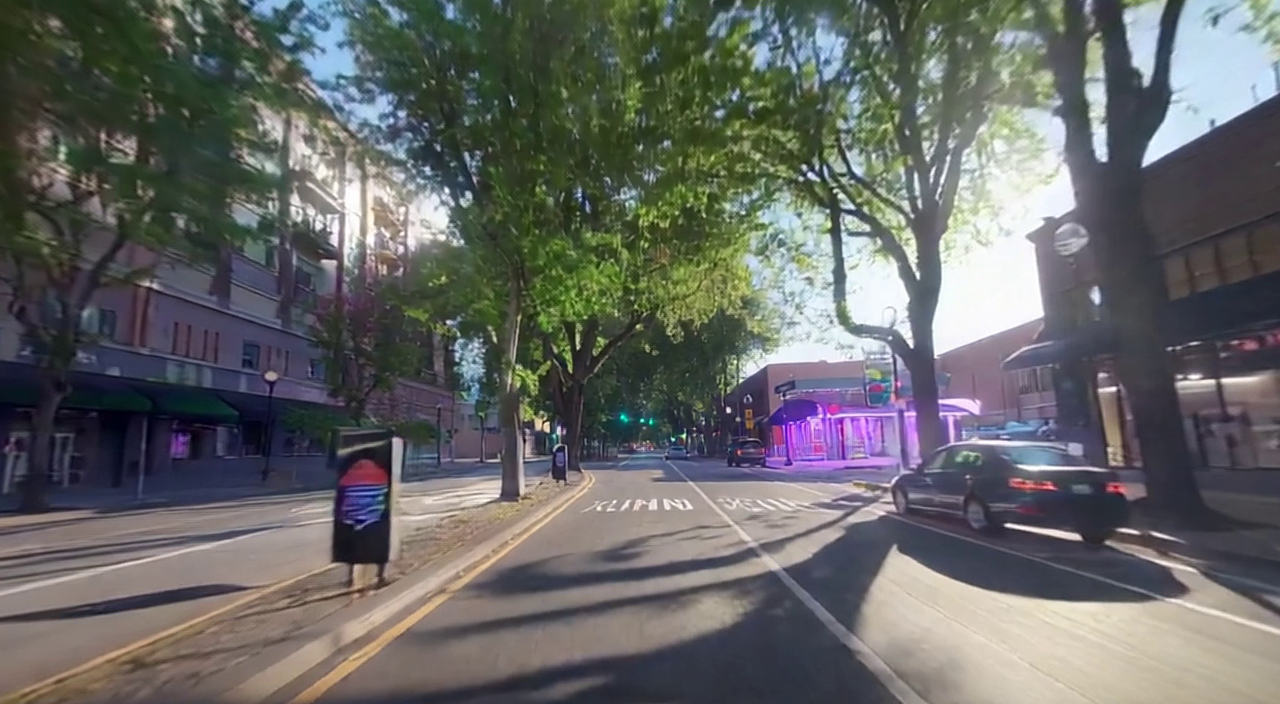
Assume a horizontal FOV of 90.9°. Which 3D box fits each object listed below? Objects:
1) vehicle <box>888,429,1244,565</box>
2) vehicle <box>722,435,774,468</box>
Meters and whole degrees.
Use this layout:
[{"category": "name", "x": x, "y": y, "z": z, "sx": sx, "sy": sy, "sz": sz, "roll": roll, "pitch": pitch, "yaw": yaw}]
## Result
[{"category": "vehicle", "x": 5.874, "y": 2.022, "z": 9.764, "sx": 2.088, "sy": 1.543, "sz": 4.964, "roll": 0, "pitch": -8, "yaw": 1}, {"category": "vehicle", "x": 6.540, "y": 6.106, "z": 38.776, "sx": 2.112, "sy": 1.894, "sz": 4.910, "roll": 1, "pitch": -8, "yaw": -3}]
